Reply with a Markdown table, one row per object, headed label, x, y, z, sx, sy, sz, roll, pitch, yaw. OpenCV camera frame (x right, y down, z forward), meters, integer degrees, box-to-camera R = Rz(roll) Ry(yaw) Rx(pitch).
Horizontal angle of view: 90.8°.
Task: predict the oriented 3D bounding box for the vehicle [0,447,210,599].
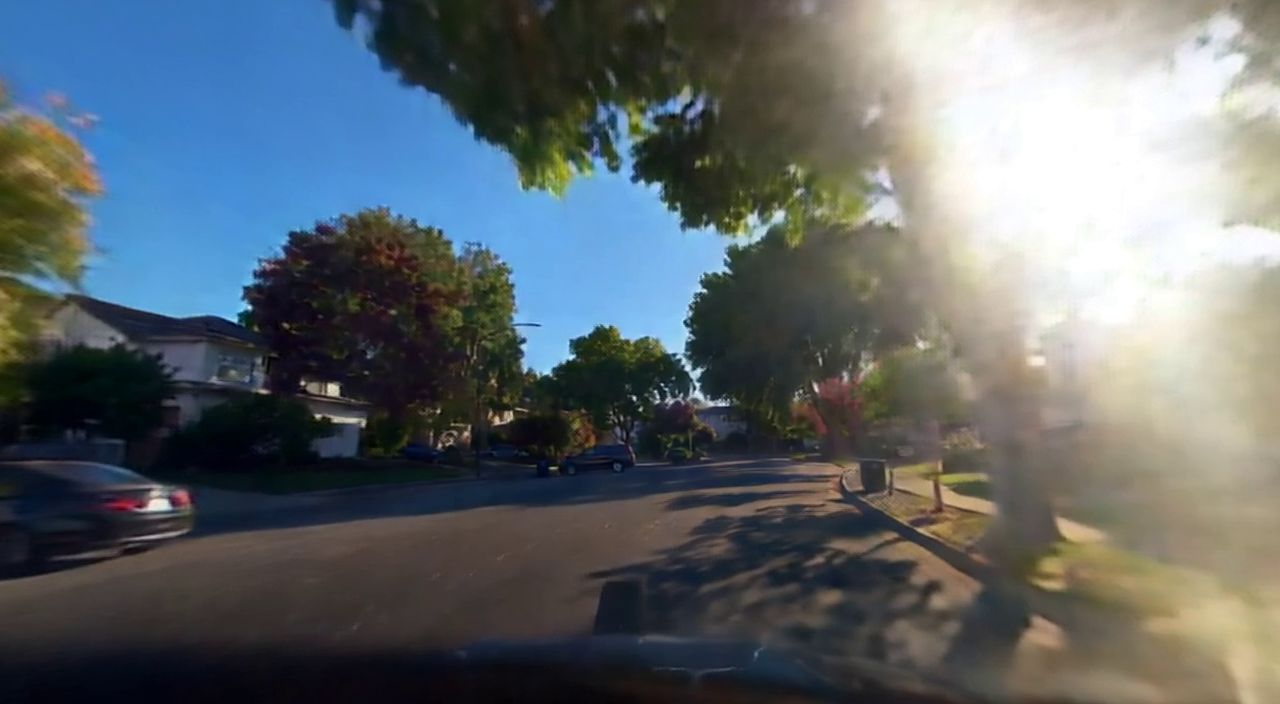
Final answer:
| label | x | y | z | sx | sy | sz | roll | pitch | yaw |
| --- | --- | --- | --- | --- | --- | --- | --- | --- | --- |
| vehicle | -8.004 | 1.852 | 7.328 | 4.653 | 1.480 | 1.871 | 0 | -9 | 2 |

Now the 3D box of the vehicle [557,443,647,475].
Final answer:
| label | x | y | z | sx | sy | sz | roll | pitch | yaw |
| --- | --- | --- | --- | --- | --- | --- | --- | --- | --- |
| vehicle | -2.089 | 5.956 | 35.286 | 4.692 | 1.660 | 1.879 | -2 | -9 | 13 |
